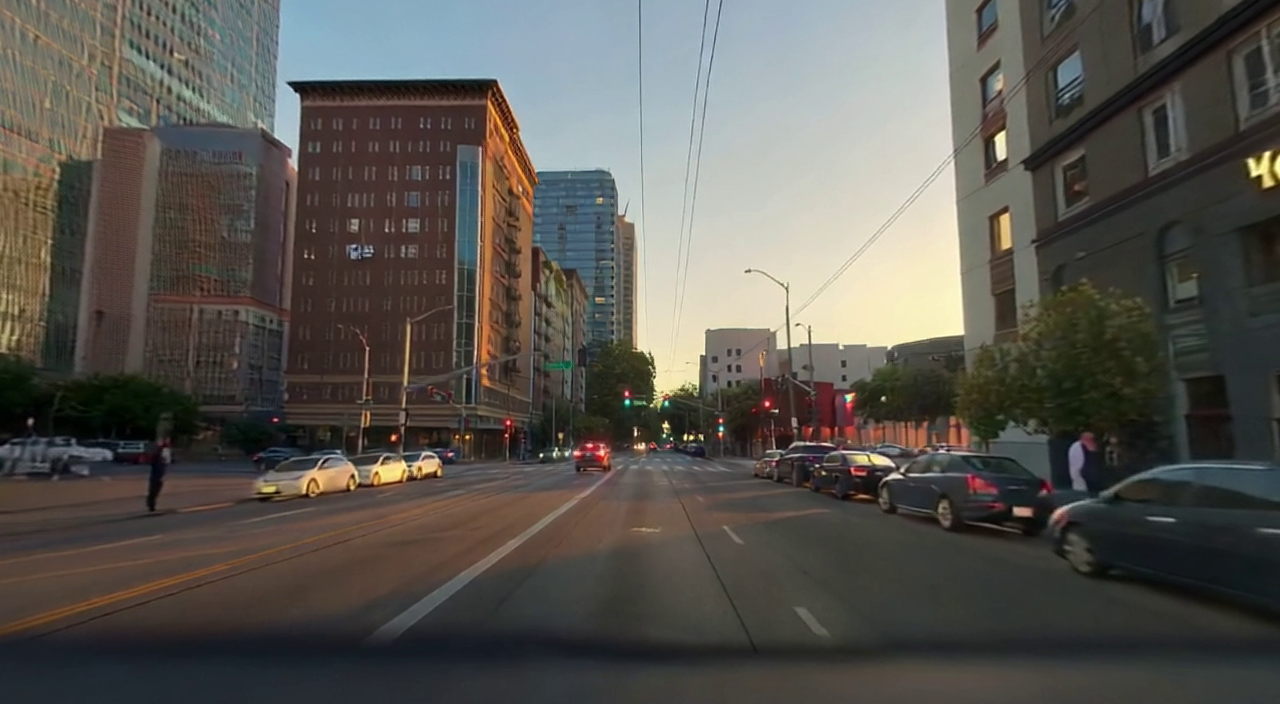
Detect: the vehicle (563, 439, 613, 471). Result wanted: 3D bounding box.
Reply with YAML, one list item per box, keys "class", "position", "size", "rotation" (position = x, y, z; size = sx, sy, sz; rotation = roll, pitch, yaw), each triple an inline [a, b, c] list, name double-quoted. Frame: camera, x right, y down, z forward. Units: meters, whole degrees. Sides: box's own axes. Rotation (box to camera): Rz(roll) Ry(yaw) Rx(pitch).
- class: "vehicle"
  position: [-2.537, 5.205, 31.978]
  size: [2.014, 1.480, 4.780]
  rotation: [0, -8, 2]

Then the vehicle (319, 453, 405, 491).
- class: "vehicle"
  position: [-12.039, 5.201, 27.677]
  size: [1.808, 1.475, 4.550]
  rotation: [0, -8, -2]

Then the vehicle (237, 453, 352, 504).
- class: "vehicle"
  position: [-12.098, 4.426, 22.439]
  size: [1.845, 1.493, 4.107]
  rotation: [-2, -8, -1]

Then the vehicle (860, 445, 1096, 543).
- class: "vehicle"
  position: [5.949, 2.507, 11.906]
  size: [1.967, 1.460, 4.558]
  rotation: [0, -8, 1]

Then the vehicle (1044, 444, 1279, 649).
- class: "vehicle"
  position: [5.786, 1.511, 4.979]
  size: [1.994, 1.511, 4.788]
  rotation: [1, -8, -1]

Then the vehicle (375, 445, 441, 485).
- class: "vehicle"
  position: [-12.028, 5.821, 32.952]
  size: [1.890, 1.781, 4.331]
  rotation: [-4, -8, -2]
